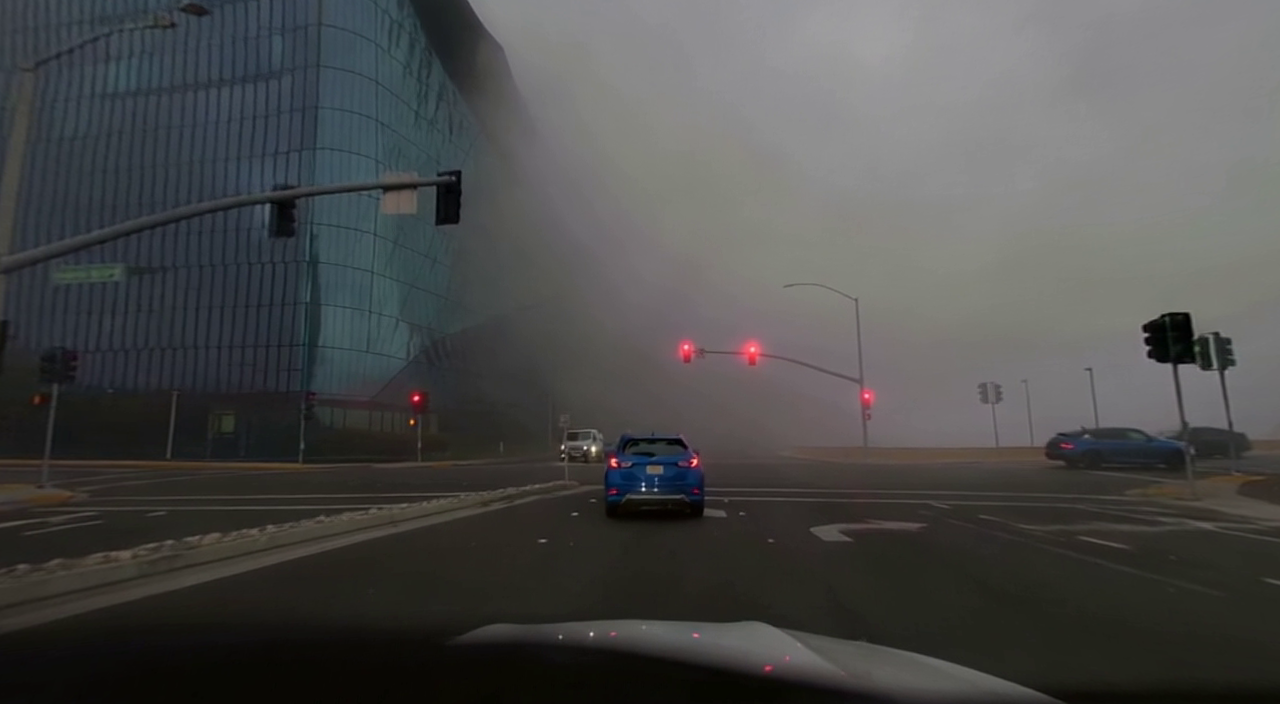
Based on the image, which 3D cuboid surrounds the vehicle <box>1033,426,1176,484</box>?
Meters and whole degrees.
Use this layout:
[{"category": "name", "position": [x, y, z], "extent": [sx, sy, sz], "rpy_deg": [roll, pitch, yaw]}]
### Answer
[{"category": "vehicle", "position": [15.823, 3.482, 21.397], "extent": [4.739, 1.749, 2.174], "rpy_deg": [6, -10, -32]}]

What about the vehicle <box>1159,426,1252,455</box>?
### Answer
[{"category": "vehicle", "position": [31.126, 4.914, 34.786], "extent": [1.743, 1.472, 3.772], "rpy_deg": [0, -9, 4]}]

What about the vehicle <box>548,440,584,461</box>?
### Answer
[{"category": "vehicle", "position": [-5.703, 7.678, 49.047], "extent": [2.113, 1.535, 4.504], "rpy_deg": [0, -9, 3]}]

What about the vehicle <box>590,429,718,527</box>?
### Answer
[{"category": "vehicle", "position": [0.356, 2.305, 12.078], "extent": [2.014, 1.525, 4.197], "rpy_deg": [0, -9, 4]}]
